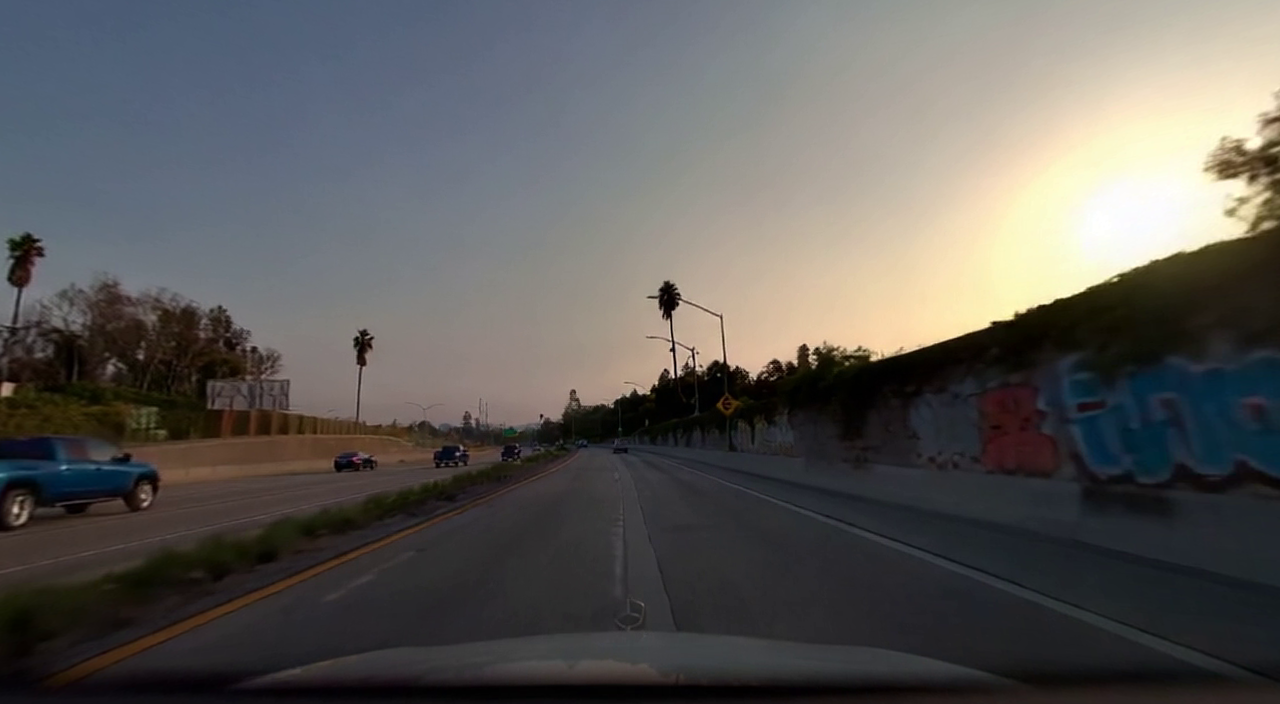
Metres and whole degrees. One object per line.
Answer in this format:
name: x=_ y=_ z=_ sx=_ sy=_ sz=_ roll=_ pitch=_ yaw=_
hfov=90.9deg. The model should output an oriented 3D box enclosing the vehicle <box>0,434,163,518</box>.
vehicle: x=-16.197 y=3.200 z=16.655 sx=2.402 sy=1.940 sz=6.283 roll=0 pitch=-9 yaw=-1
